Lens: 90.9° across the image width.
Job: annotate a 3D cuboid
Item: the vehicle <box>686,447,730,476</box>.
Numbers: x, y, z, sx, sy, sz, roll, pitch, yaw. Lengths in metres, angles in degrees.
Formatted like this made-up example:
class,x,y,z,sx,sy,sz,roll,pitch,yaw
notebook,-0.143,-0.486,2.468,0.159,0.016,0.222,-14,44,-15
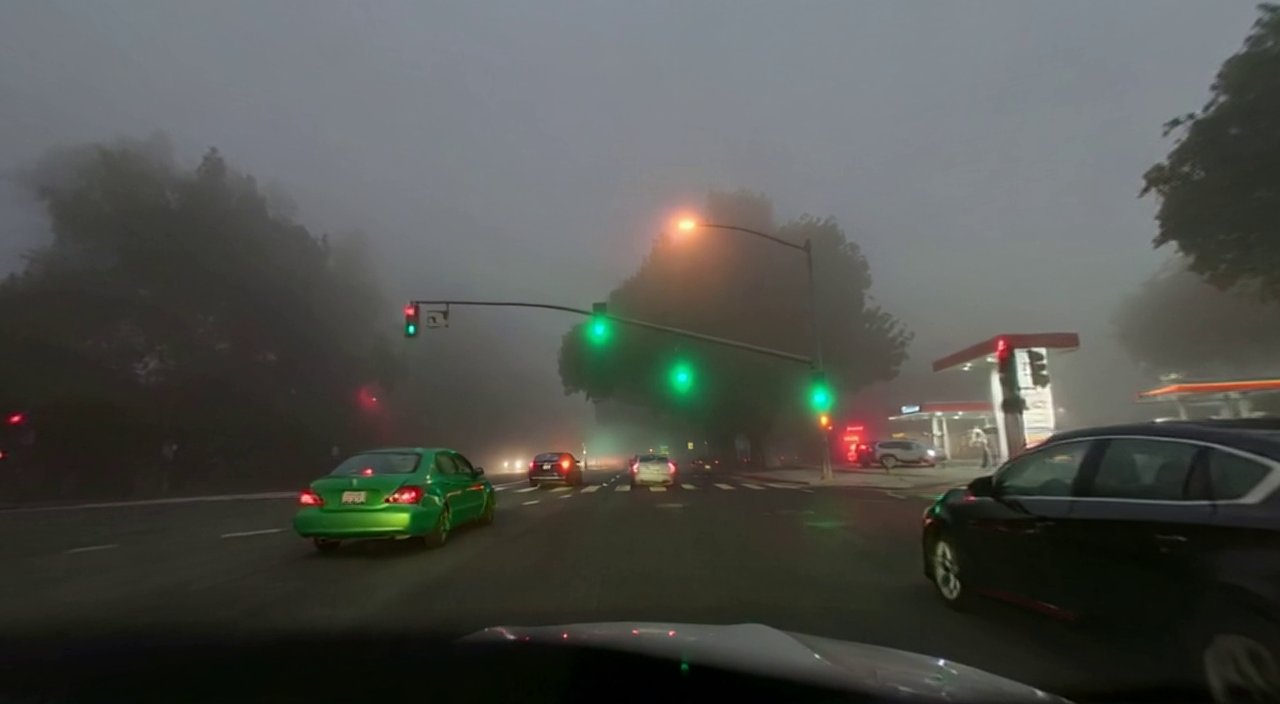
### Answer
class,x,y,z,sx,sy,sz,roll,pitch,yaw
vehicle,3.751,6.110,35.461,1.920,1.479,4.548,0,-9,-1

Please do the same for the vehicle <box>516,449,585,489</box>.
class,x,y,z,sx,sy,sz,roll,pitch,yaw
vehicle,-3.433,4.581,25.003,1.995,1.436,4.500,0,-9,1

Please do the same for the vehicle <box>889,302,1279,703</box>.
class,x,y,z,sx,sy,sz,roll,pitch,yaw
vehicle,3.426,0.952,3.821,1.992,1.805,4.549,0,-9,1

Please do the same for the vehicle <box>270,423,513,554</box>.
class,x,y,z,sx,sy,sz,roll,pitch,yaw
vehicle,-3.757,2.170,10.751,2.023,1.687,4.874,0,-9,2

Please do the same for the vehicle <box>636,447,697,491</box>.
class,x,y,z,sx,sy,sz,roll,pitch,yaw
vehicle,0.892,4.153,22.680,1.994,1.433,3.894,0,-9,1
